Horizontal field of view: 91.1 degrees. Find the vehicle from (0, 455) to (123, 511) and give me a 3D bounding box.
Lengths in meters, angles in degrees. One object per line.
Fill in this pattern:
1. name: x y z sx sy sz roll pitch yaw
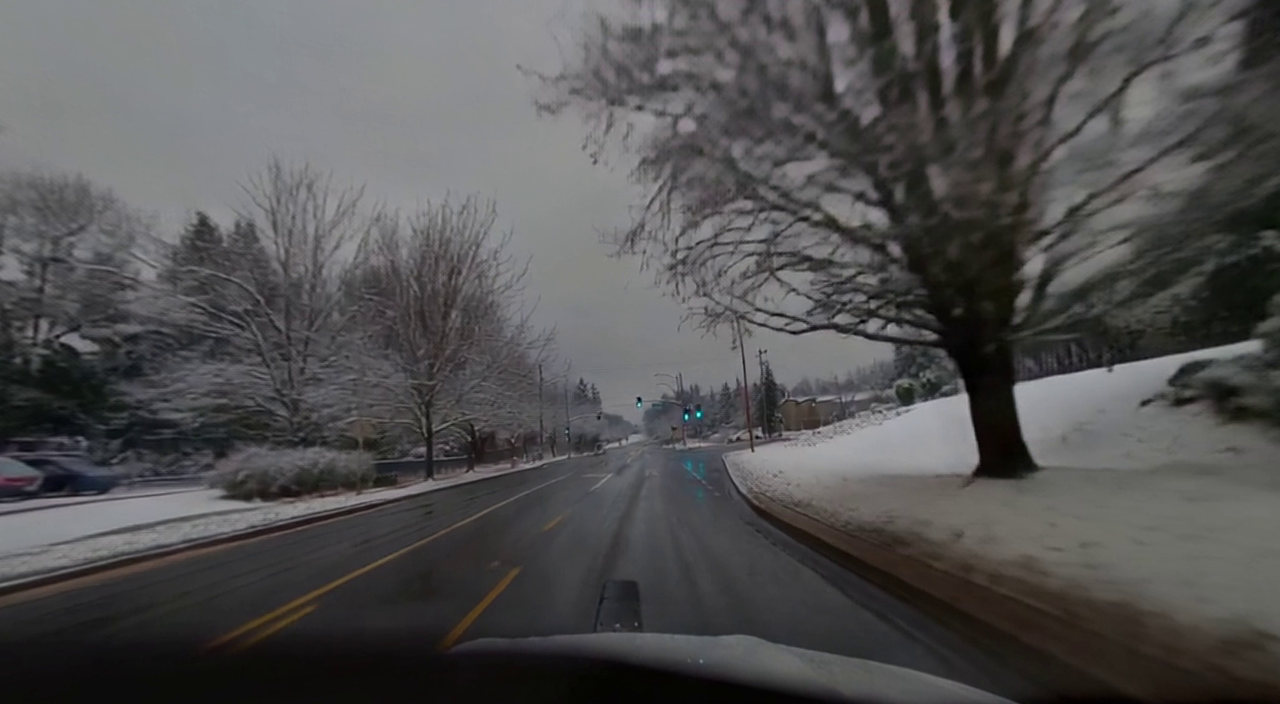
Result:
1. vehicle: -20.748 4.498 21.636 4.344 1.640 2.016 5 -11 -43
